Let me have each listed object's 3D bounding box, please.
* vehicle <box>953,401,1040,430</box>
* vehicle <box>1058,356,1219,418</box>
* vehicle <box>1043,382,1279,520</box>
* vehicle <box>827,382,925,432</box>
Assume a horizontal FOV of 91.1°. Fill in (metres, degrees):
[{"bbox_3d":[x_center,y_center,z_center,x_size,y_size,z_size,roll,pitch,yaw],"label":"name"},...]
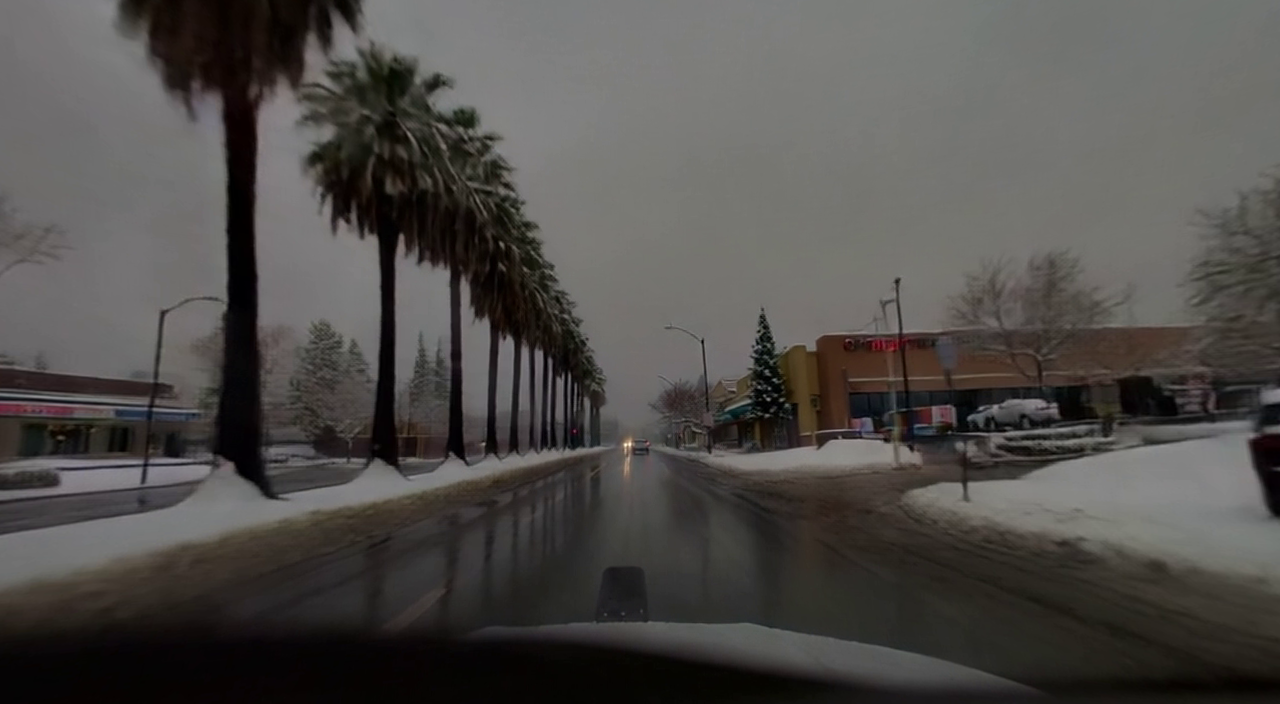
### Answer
[{"bbox_3d":[23.486,4.232,41.516,4.630,1.473,1.702,-6,-12,17],"label":"vehicle"},{"bbox_3d":[22.235,1.694,28.177,5.257,1.921,2.104,-13,-15,42],"label":"vehicle"},{"bbox_3d":[9.362,1.962,11.236,1.917,1.876,4.629,-6,-15,12],"label":"vehicle"},{"bbox_3d":[11.511,2.774,30.442,5.186,2.000,2.226,9,-12,-41],"label":"vehicle"}]
